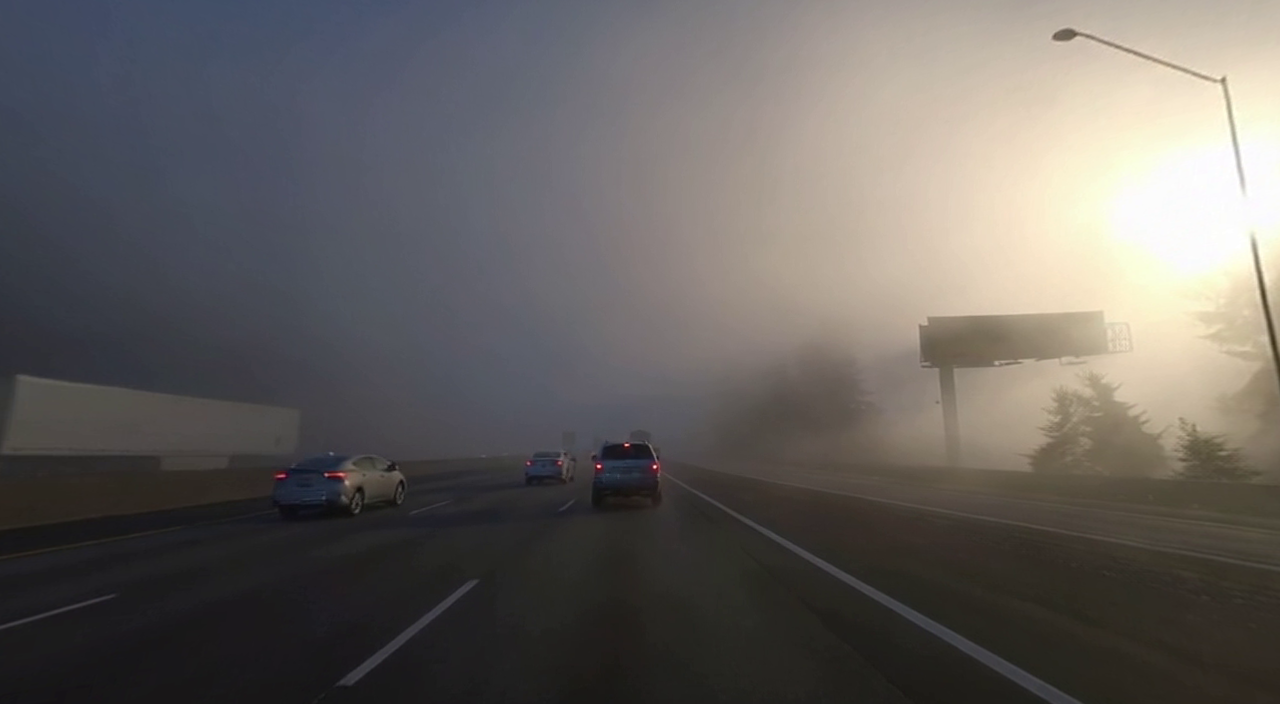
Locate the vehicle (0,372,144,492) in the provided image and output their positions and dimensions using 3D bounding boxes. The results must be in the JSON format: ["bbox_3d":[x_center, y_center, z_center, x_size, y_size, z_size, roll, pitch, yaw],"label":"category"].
[{"bbox_3d":[-22.564,2.866,22.187,3.063,3.879,8.695,0,-9,-1],"label":"vehicle"}]

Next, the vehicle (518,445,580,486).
[{"bbox_3d":[-3.679,4.681,26.321,1.889,1.522,4.465,0,-9,1],"label":"vehicle"}]

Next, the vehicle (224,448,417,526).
[{"bbox_3d":[-6.932,2.937,14.403,1.892,1.468,4.792,0,-9,0],"label":"vehicle"}]

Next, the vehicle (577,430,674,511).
[{"bbox_3d":[-0.327,2.955,16.212,2.127,1.749,4.776,0,-9,0],"label":"vehicle"}]
